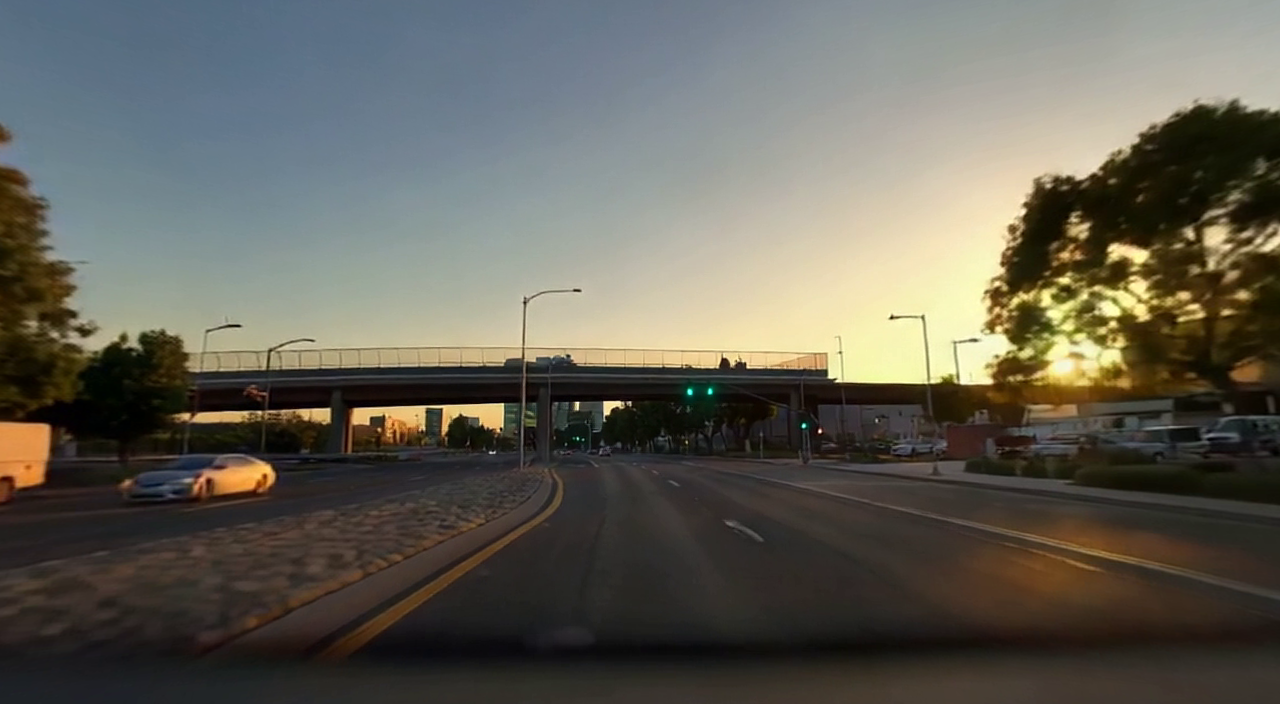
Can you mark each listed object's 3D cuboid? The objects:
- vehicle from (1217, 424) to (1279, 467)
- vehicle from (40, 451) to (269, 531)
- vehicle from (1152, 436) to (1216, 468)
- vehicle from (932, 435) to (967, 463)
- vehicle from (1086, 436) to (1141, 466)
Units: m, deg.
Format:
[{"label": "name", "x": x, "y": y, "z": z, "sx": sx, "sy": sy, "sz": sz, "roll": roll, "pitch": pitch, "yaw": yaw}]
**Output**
[{"label": "vehicle", "x": 28.478, "y": 4.274, "z": 28.927, "sx": 4.634, "sy": 1.789, "sz": 2.149, "roll": 6, "pitch": -10, "yaw": -38}, {"label": "vehicle", "x": -11.199, "y": 3.174, "z": 15.133, "sx": 2.032, "sy": 1.480, "sz": 4.591, "roll": 0, "pitch": -8, "yaw": -3}, {"label": "vehicle", "x": 26.612, "y": 4.861, "z": 30.860, "sx": 1.928, "sy": 1.437, "sz": 3.935, "roll": -8, "pitch": -11, "yaw": 44}, {"label": "vehicle", "x": 23.664, "y": 7.453, "z": 48.429, "sx": 2.177, "sy": 1.983, "sz": 5.217, "roll": -3, "pitch": -10, "yaw": 24}, {"label": "vehicle", "x": 24.397, "y": 5.055, "z": 32.466, "sx": 1.910, "sy": 1.415, "sz": 4.383, "roll": -7, "pitch": -10, "yaw": 39}]
